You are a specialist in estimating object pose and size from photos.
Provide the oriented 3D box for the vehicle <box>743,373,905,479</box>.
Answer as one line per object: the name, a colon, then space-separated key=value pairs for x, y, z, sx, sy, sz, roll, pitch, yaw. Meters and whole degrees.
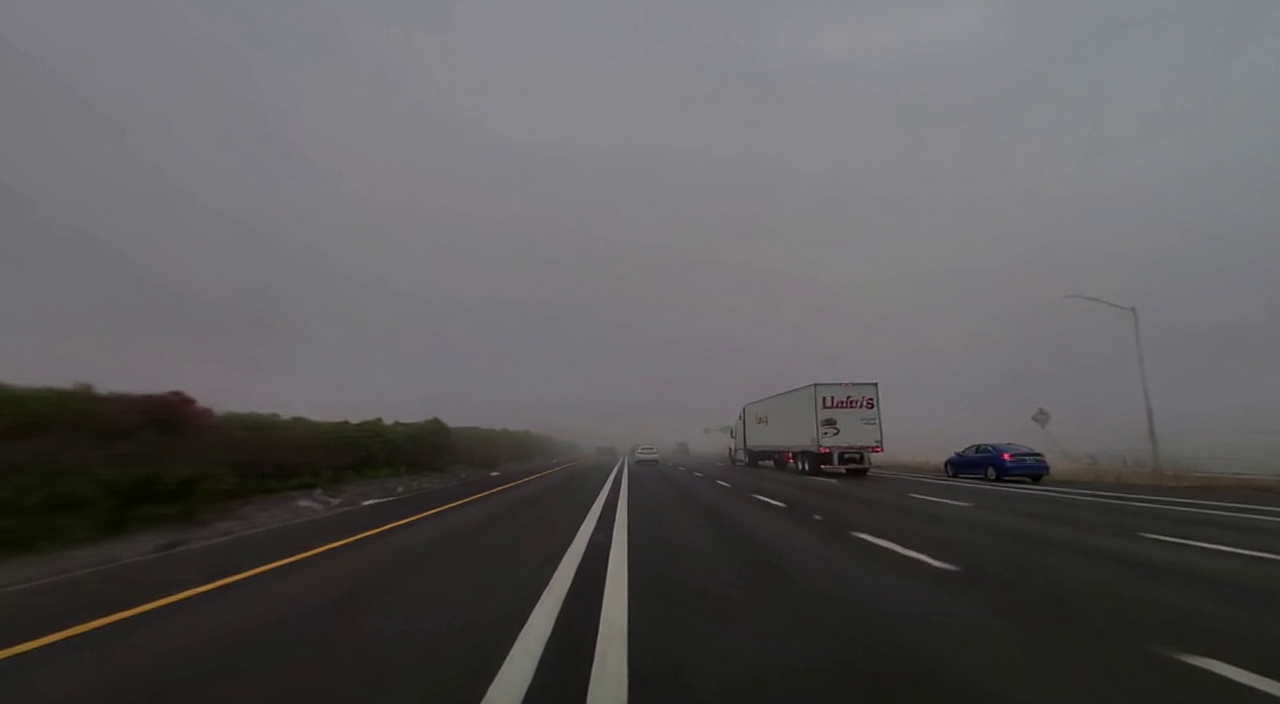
vehicle: x=8.486 y=4.089 z=32.818 sx=2.892 sy=4.128 sz=16.495 roll=0 pitch=-9 yaw=-2

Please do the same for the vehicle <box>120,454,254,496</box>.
vehicle: x=-22.496 y=6.082 z=31.838 sx=2.343 sy=1.836 sz=6.191 roll=0 pitch=-9 yaw=-2

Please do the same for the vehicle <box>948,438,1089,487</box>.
vehicle: x=12.490 y=3.651 z=21.238 sx=1.862 sy=1.462 sz=4.459 roll=0 pitch=-9 yaw=-2

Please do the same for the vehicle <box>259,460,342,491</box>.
vehicle: x=-18.234 y=6.623 z=34.219 sx=1.996 sy=1.446 sz=4.592 roll=0 pitch=-9 yaw=-1

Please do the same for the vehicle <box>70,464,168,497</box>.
vehicle: x=-33.355 y=8.204 z=40.676 sx=2.005 sy=1.824 sz=4.923 roll=-1 pitch=-9 yaw=2
